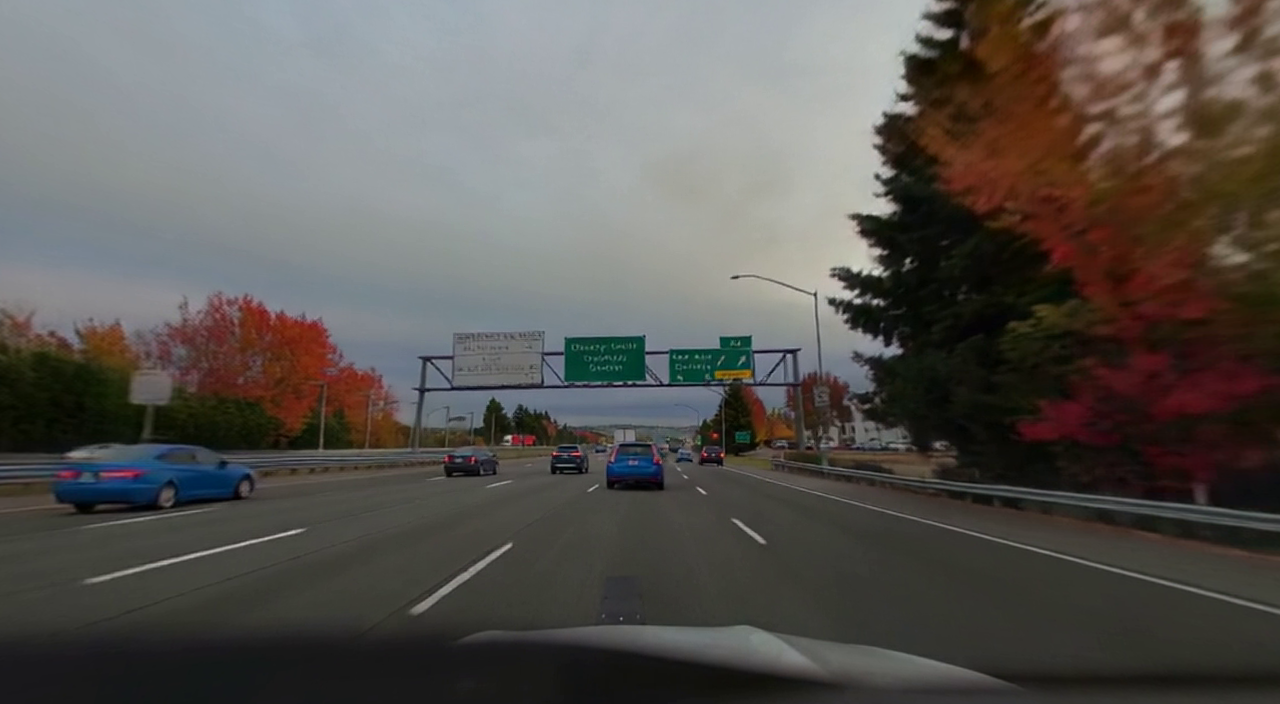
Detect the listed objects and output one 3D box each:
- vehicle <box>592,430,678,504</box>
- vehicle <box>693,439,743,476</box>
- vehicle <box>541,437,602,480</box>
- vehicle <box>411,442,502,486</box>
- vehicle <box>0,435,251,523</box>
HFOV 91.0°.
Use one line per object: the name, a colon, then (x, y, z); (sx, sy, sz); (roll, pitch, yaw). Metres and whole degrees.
vehicle: (-0.007, 3.141, 17.614); (2.101, 1.742, 4.495); (0, -9, 3)
vehicle: (4.098, 5.625, 33.736); (2.193, 1.778, 4.488); (0, -9, 1)
vehicle: (-2.980, 4.757, 28.328); (2.111, 1.742, 4.315); (0, -9, 2)
vehicle: (-7.060, 4.351, 24.799); (2.057, 1.496, 4.661); (0, -9, 2)
vehicle: (-10.864, 2.598, 13.482); (2.006, 1.509, 4.634); (0, -9, 1)
